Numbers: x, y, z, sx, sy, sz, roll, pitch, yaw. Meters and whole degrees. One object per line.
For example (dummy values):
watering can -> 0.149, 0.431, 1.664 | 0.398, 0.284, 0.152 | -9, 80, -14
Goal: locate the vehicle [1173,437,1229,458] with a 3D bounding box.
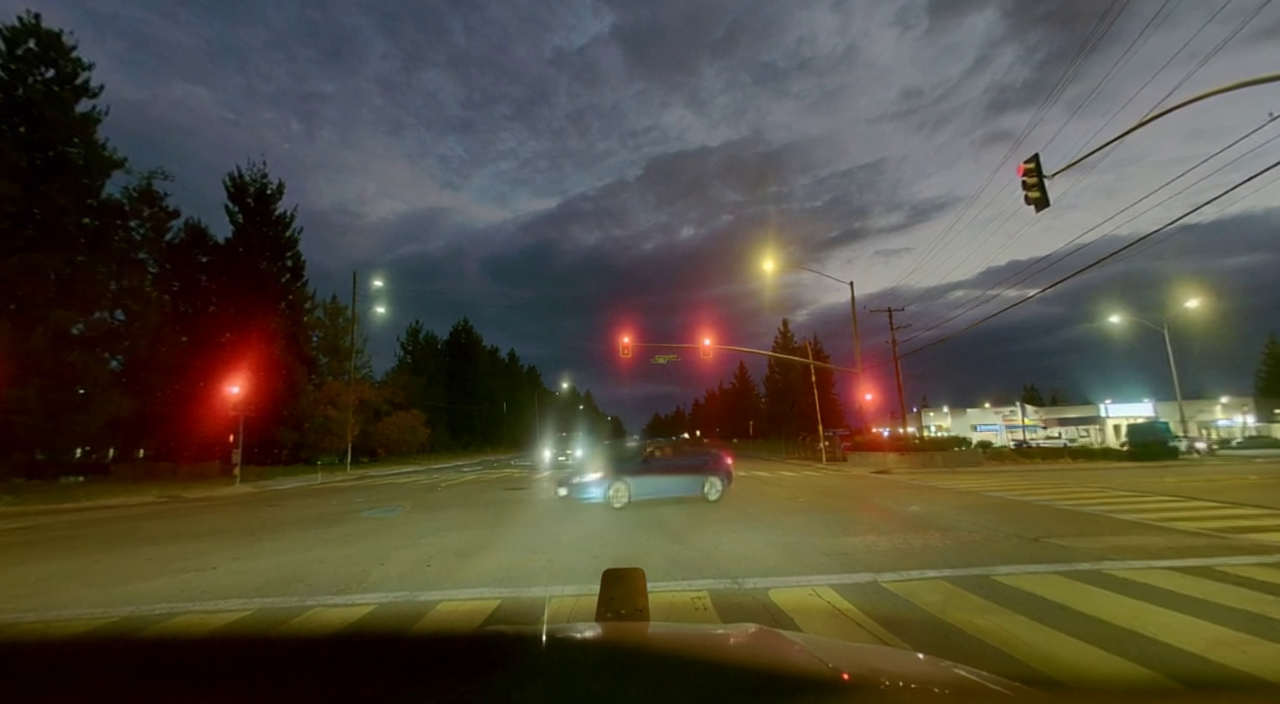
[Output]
vehicle -> 42.845, 7.300, 48.099 | 4.133, 1.561, 1.824 | 5, -10, -30

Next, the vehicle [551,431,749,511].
vehicle -> 0.342, 2.629, 14.399 | 4.377, 1.523, 1.877 | 7, -11, -41
